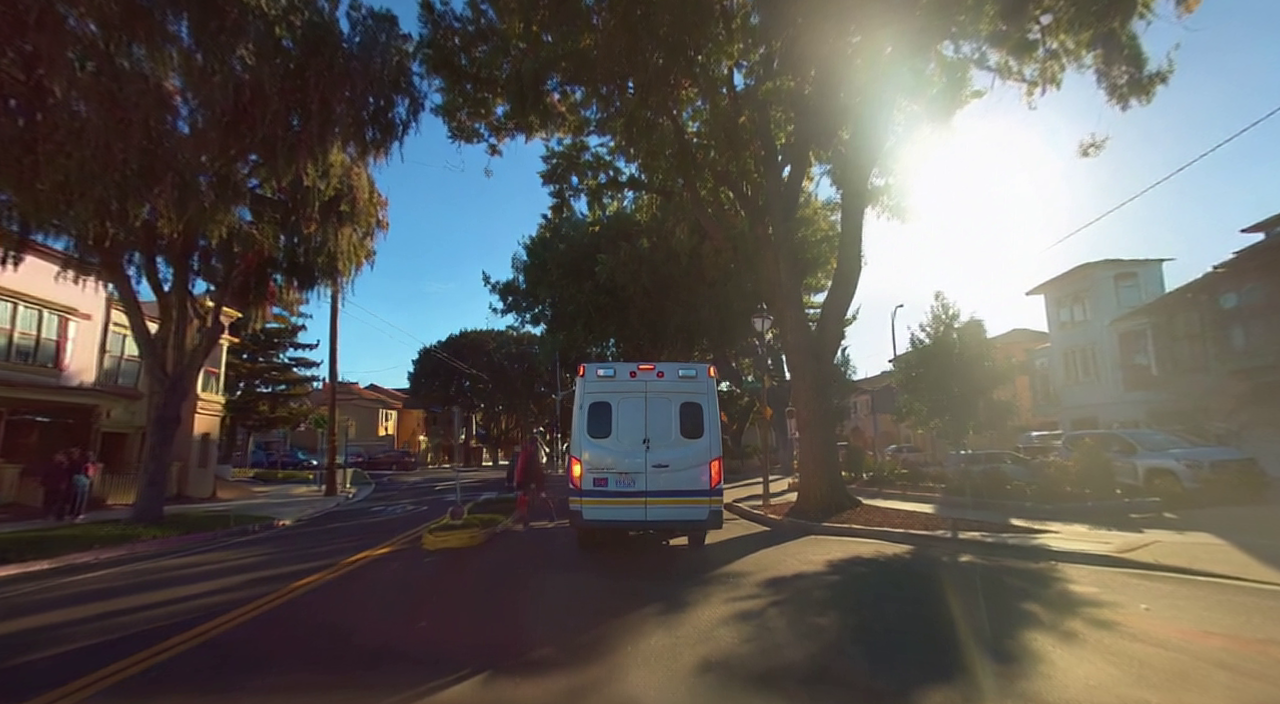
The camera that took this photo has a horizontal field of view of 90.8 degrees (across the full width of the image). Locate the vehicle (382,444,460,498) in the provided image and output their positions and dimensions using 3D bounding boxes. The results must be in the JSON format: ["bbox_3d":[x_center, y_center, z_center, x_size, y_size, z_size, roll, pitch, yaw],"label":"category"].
[{"bbox_3d":[-8.459,4.419,24.048,2.290,1.776,4.947,3,-9,-24],"label":"vehicle"}]

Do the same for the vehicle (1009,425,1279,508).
[{"bbox_3d":[13.189,2.996,16.736,5.270,1.966,2.329,-2,-9,11],"label":"vehicle"}]

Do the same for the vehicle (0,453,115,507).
[{"bbox_3d":[-18.738,3.768,18.798,4.412,1.468,1.914,0,-8,-3],"label":"vehicle"}]

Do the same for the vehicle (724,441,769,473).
[{"bbox_3d":[6.600,6.414,38.875,2.056,1.810,4.502,-3,-9,17],"label":"vehicle"}]

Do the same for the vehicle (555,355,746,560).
[{"bbox_3d":[0.142,1.753,10.995,2.444,2.640,5.482,0,-8,0],"label":"vehicle"}]
